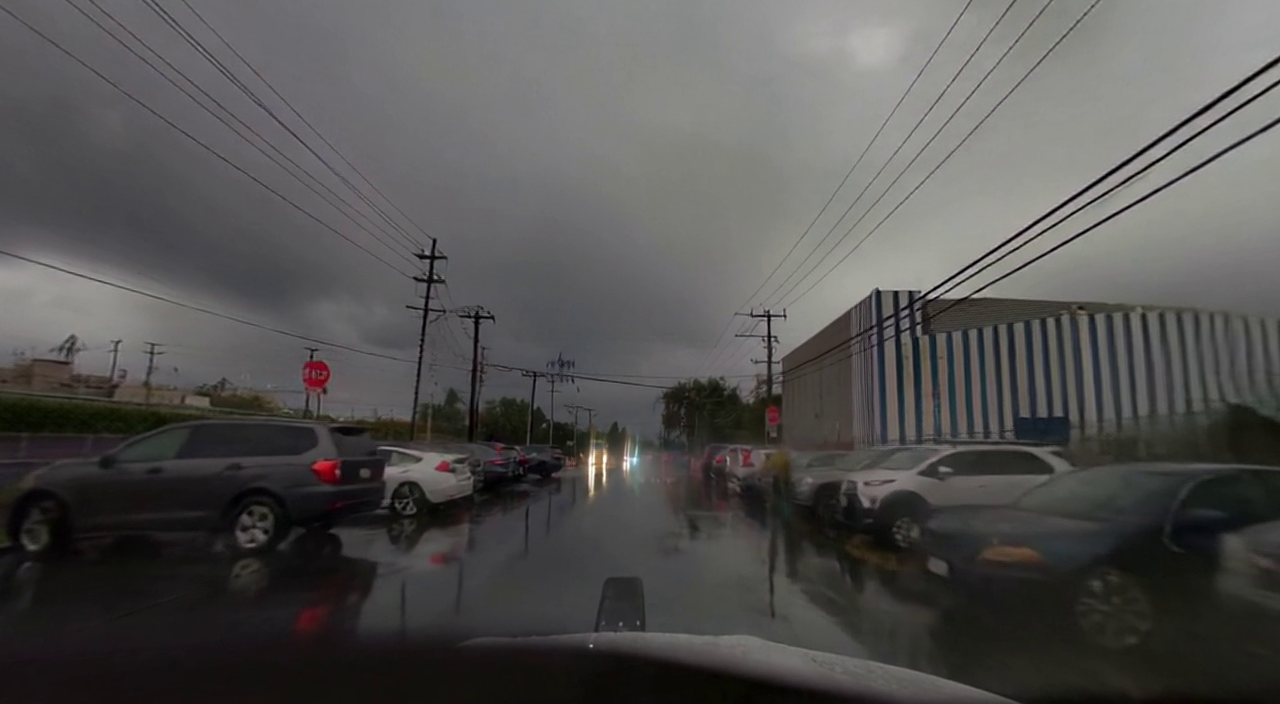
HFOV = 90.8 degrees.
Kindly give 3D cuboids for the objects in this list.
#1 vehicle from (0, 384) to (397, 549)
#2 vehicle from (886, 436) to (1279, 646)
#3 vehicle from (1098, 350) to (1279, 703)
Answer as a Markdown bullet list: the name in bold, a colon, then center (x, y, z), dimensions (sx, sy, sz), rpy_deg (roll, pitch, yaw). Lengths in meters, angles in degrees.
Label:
- **vehicle**: center (-6.507, 1.724, 9.508), dimensions (4.727, 1.976, 1.970), rpy_deg (3, -12, 1)
- **vehicle**: center (4.803, 1.443, 5.357), dimensions (4.659, 1.421, 1.771), rpy_deg (0, -8, -1)
- **vehicle**: center (4.856, 0.866, 2.545), dimensions (4.402, 1.770, 1.933), rpy_deg (0, -8, 2)
